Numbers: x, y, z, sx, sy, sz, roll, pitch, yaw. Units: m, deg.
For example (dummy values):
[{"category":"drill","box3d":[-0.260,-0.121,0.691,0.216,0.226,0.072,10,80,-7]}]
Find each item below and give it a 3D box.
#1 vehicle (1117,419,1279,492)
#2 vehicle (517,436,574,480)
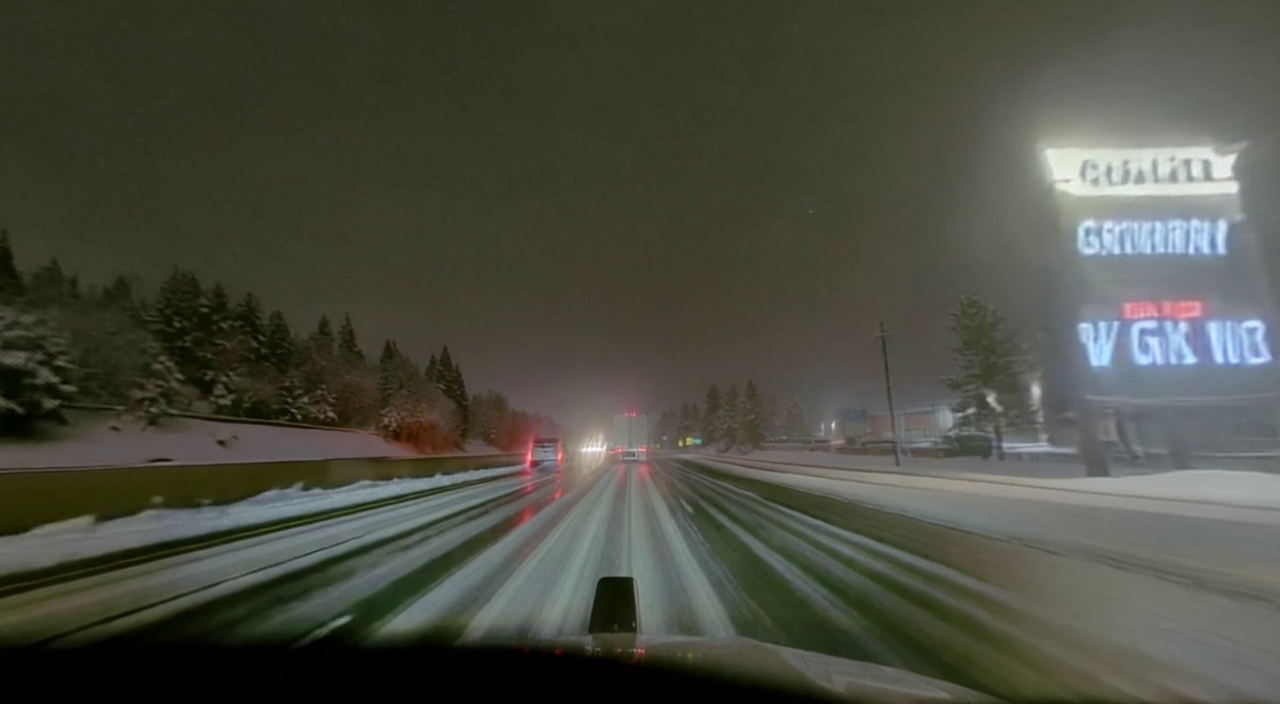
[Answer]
[{"category":"vehicle","box3d":[29.608,5.061,31.115,3.185,3.246,9.903,2,-9,-11]},{"category":"vehicle","box3d":[-4.471,5.093,30.669,2.095,1.930,4.680,0,-9,0]}]
